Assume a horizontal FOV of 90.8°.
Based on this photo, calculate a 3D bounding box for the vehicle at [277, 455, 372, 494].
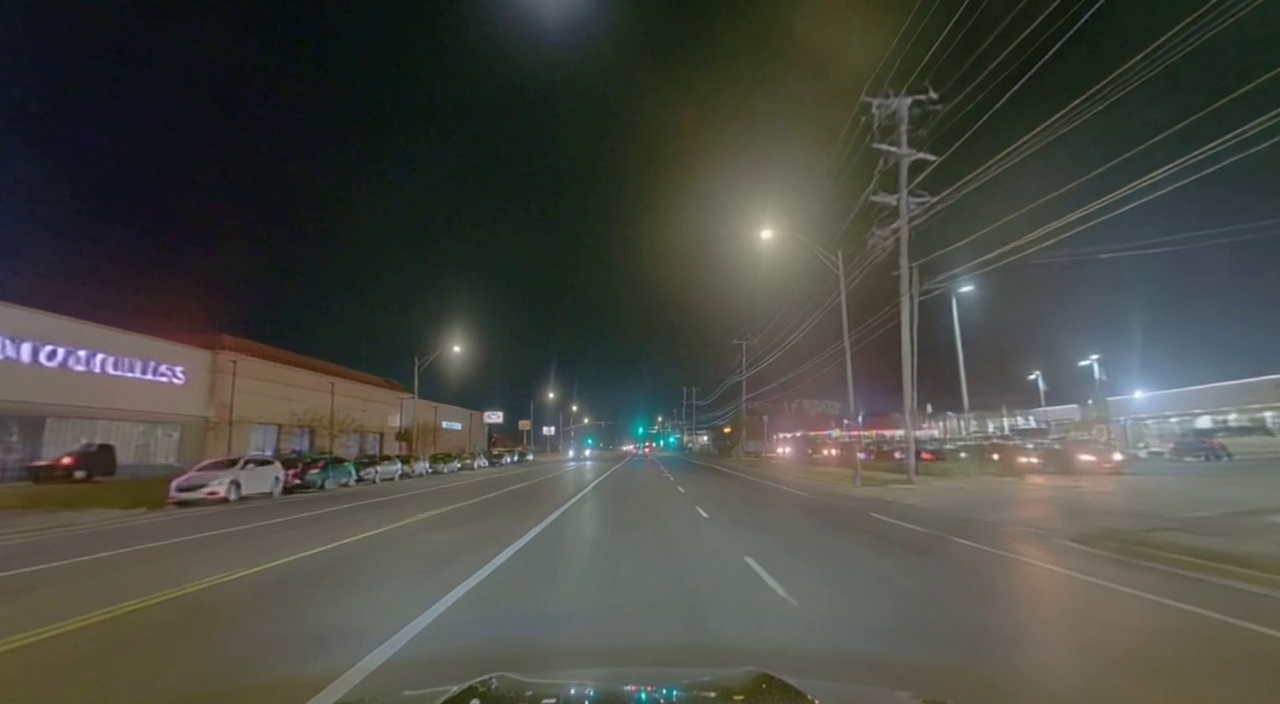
[{"bbox_3d":[-13.574,5.253,27.535,1.791,1.377,4.807,-2,-8,-1],"label":"vehicle"}]

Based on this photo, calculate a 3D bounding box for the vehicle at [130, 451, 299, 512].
[{"bbox_3d":[-13.694,4.140,20.830,2.014,1.523,5.092,-3,-8,1],"label":"vehicle"}]

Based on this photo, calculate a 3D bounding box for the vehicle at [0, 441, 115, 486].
[{"bbox_3d":[-23.889,4.336,24.740,4.527,1.679,2.055,3,-9,-18],"label":"vehicle"}]

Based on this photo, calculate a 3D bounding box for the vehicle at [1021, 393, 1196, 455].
[{"bbox_3d":[29.660,4.637,40.258,8.821,3.745,2.909,0,-9,-3],"label":"vehicle"}]

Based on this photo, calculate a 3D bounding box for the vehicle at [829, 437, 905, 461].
[{"bbox_3d":[15.054,6.436,42.142,4.300,1.431,1.937,-2,-7,1],"label":"vehicle"}]

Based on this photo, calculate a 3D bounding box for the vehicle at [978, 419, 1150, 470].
[{"bbox_3d":[15.401,3.396,23.177,4.667,1.775,2.199,0,-8,-1],"label":"vehicle"}]

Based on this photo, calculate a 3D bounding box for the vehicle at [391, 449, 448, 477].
[{"bbox_3d":[-13.635,6.841,39.283,1.901,1.552,4.541,0,-8,0],"label":"vehicle"}]

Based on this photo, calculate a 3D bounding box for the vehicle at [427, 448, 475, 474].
[{"bbox_3d":[-13.421,7.740,45.138,1.793,1.534,5.400,-2,-7,0],"label":"vehicle"}]
